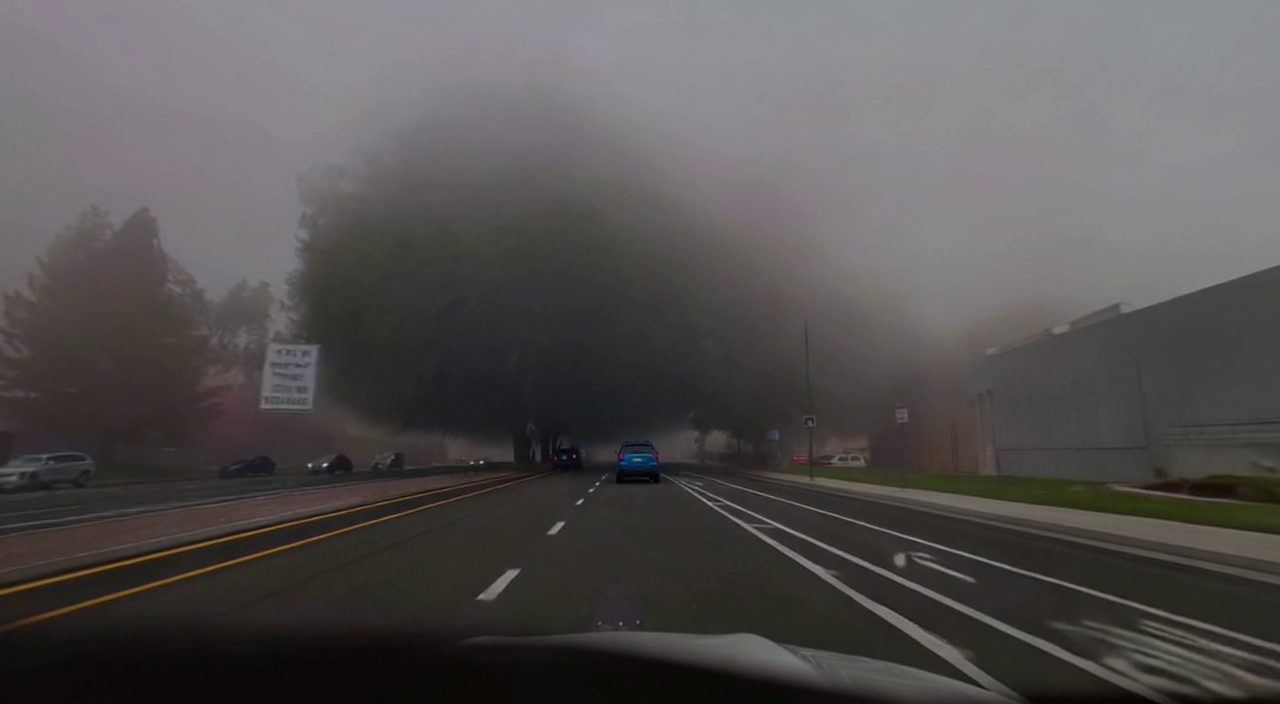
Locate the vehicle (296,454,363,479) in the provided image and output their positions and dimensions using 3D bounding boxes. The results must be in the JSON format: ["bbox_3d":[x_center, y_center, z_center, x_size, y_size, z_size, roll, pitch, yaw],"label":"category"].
[{"bbox_3d":[-20.774,7.666,42.571,2.004,1.546,5.015,0,-9,-1],"label":"vehicle"}]

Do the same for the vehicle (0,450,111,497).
[{"bbox_3d":[-26.118,5.181,27.446,2.111,1.839,4.932,0,-9,-2],"label":"vehicle"}]

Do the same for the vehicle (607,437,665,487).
[{"bbox_3d":[-0.228,4.656,27.097,2.273,1.909,5.075,0,-9,-2],"label":"vehicle"}]

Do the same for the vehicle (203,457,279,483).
[{"bbox_3d":[-26.727,7.898,42.543,1.955,1.540,5.041,0,-9,-1],"label":"vehicle"}]

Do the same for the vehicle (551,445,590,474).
[{"bbox_3d":[-4.630,7.209,42.656,2.202,1.856,4.516,0,-9,-1],"label":"vehicle"}]
